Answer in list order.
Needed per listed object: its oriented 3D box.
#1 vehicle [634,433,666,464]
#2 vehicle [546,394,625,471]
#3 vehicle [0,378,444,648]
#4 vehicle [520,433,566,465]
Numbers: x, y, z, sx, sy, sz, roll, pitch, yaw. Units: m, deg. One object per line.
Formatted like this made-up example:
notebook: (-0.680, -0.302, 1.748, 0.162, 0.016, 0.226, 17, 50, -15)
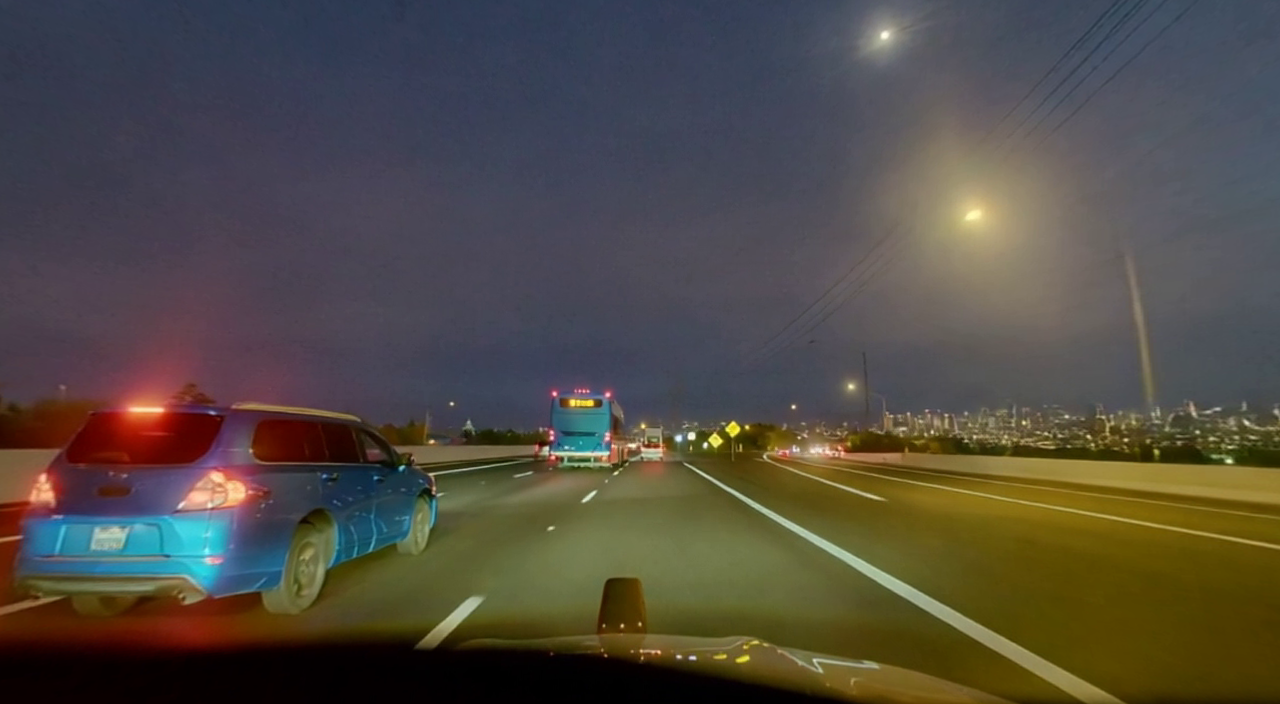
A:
vehicle: (0.689, 6.748, 44.018, 2.083, 2.001, 4.782, 0, -9, 1)
vehicle: (-2.772, 4.796, 36.485, 3.382, 3.712, 11.766, 1, -9, 1)
vehicle: (-3.666, 1.352, 6.251, 2.021, 1.730, 4.223, 0, -9, 1)
vehicle: (-6.777, 6.841, 44.657, 2.282, 2.116, 6.030, 0, -9, 0)
